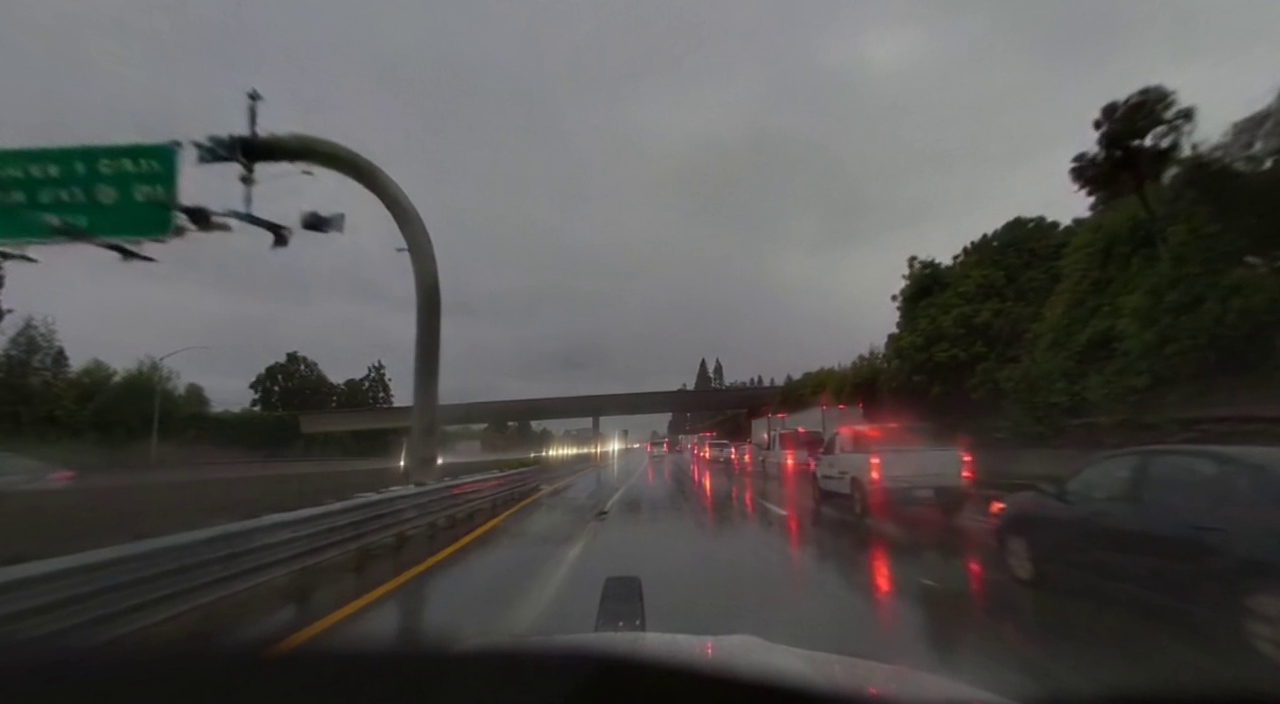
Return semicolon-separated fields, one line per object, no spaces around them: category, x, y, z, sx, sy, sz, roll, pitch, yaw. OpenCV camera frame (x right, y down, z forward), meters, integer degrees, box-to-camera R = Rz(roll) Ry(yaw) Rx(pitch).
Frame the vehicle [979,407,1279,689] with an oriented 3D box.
vehicle;4.451;1.121;3.886;2.065;1.487;4.972;0;-9;1

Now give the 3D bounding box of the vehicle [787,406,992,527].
vehicle;4.656;2.247;12.869;2.191;1.963;5.001;0;-9;1
